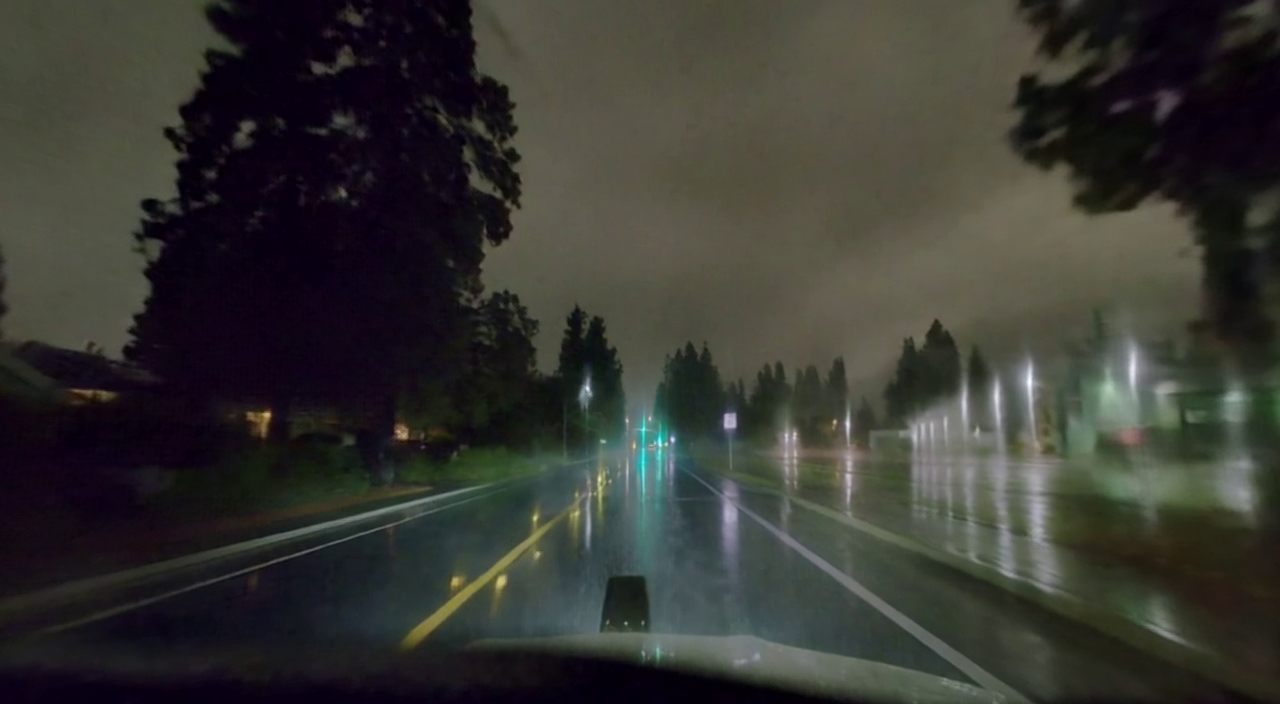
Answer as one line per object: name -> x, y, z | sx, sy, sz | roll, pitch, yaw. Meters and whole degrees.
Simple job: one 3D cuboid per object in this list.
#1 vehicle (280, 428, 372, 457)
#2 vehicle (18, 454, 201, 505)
vehicle -> -19.993, 5.785, 40.320 | 4.640, 1.765, 2.242 | 0, -8, -3
vehicle -> -17.787, 4.266, 21.303 | 4.366, 1.589, 1.970 | 0, -8, 1
